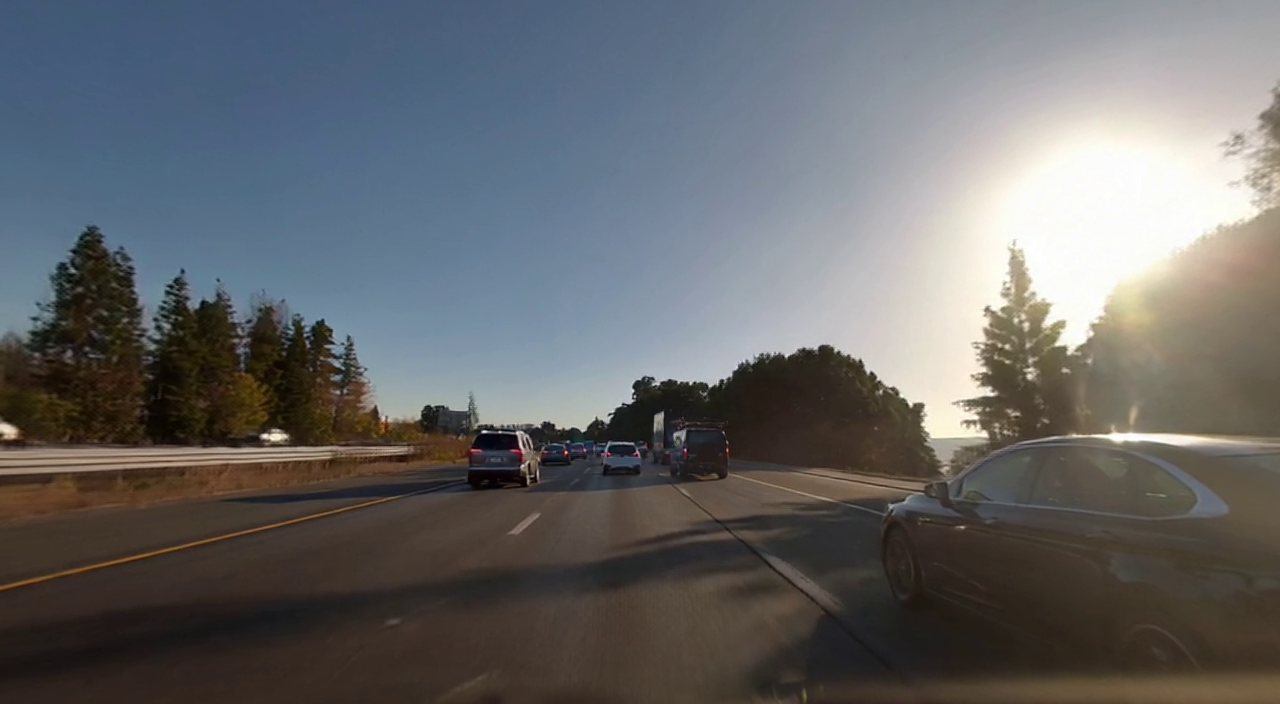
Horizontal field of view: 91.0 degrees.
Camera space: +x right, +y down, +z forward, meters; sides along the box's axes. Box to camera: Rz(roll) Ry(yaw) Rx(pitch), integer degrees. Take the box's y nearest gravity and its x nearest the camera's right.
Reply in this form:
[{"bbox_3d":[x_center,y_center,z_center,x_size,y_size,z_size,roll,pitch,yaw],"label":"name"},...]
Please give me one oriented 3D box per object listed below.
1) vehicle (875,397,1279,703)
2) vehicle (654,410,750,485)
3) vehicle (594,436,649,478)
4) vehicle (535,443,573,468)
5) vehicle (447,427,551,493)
[{"bbox_3d":[3.092,1.100,3.286,2.031,1.504,4.327,0,-9,0],"label":"vehicle"},{"bbox_3d":[2.870,5.129,34.124,3.426,3.279,12.313,1,-8,-3],"label":"vehicle"},{"bbox_3d":[-0.793,4.597,27.860,2.235,1.682,4.094,0,-9,-1],"label":"vehicle"},{"bbox_3d":[-5.306,6.420,39.287,1.907,1.484,3.954,1,-9,-1],"label":"vehicle"},{"bbox_3d":[-4.176,3.298,19.550,2.176,1.783,4.799,0,-9,-1],"label":"vehicle"}]
